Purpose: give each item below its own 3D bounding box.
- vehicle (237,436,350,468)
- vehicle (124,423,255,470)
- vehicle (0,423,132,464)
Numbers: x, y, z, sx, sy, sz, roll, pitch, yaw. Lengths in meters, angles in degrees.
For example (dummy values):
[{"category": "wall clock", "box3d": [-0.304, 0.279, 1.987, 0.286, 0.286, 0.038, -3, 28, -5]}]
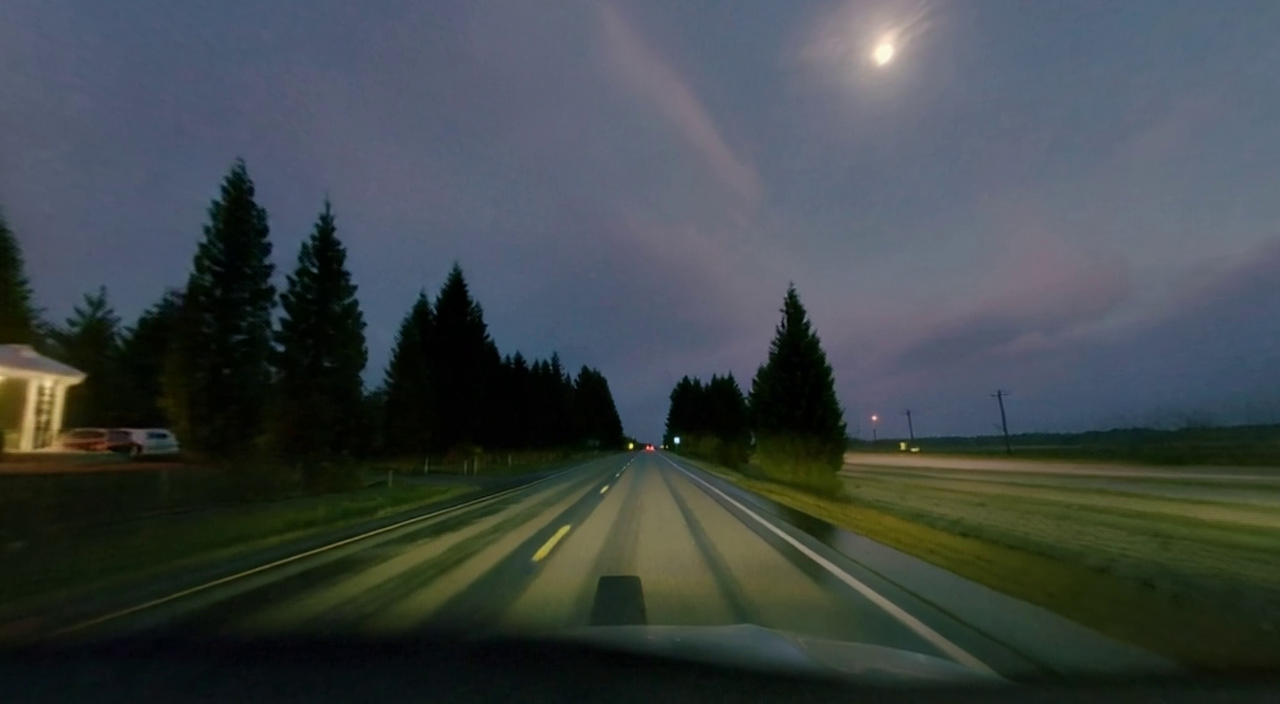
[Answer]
[{"category": "vehicle", "box3d": [-18.850, 5.442, 34.534, 5.008, 1.619, 2.102, 1, -8, -15]}, {"category": "vehicle", "box3d": [-20.193, 4.212, 28.334, 4.511, 1.876, 2.044, 0, -8, 10]}, {"category": "vehicle", "box3d": [-26.148, 4.176, 28.763, 4.237, 1.701, 1.881, -2, -9, 1]}]
